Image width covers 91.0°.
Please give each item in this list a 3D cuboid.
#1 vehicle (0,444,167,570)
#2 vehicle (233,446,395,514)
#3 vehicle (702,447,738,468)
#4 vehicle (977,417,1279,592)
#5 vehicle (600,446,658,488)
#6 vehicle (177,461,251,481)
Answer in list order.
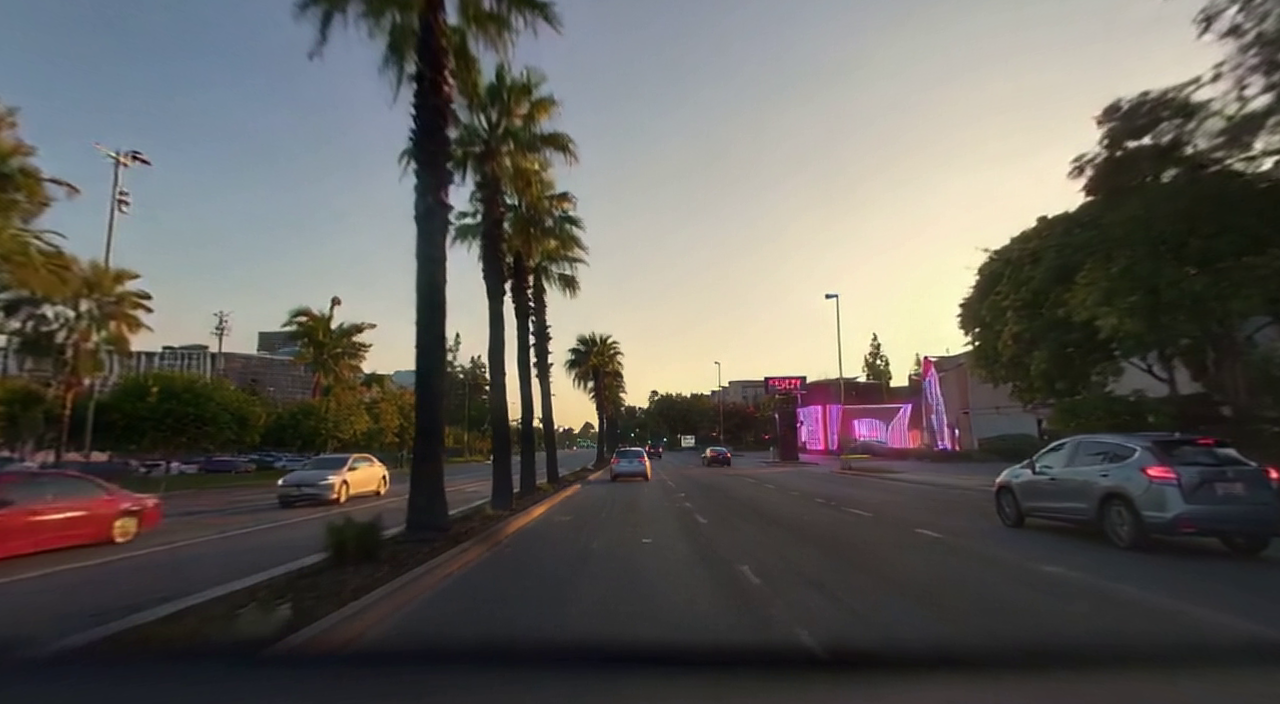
[{"bbox_3d":[-8.687,1.925,7.845,2.088,1.471,4.534,-1,-8,0],"label":"vehicle"},{"bbox_3d":[-8.527,3.338,17.018,1.930,1.478,4.552,-1,-8,0],"label":"vehicle"},{"bbox_3d":[5.825,7.745,46.361,1.970,1.461,4.267,0,-9,-2],"label":"vehicle"},{"bbox_3d":[6.390,1.747,7.998,1.949,1.647,3.894,0,-9,-1],"label":"vehicle"},{"bbox_3d":[-0.398,4.184,23.195,1.970,1.402,3.756,0,-9,-1],"label":"vehicle"},{"bbox_3d":[-33.498,9.364,49.555,4.389,1.448,1.925,0,-9,2],"label":"vehicle"}]
